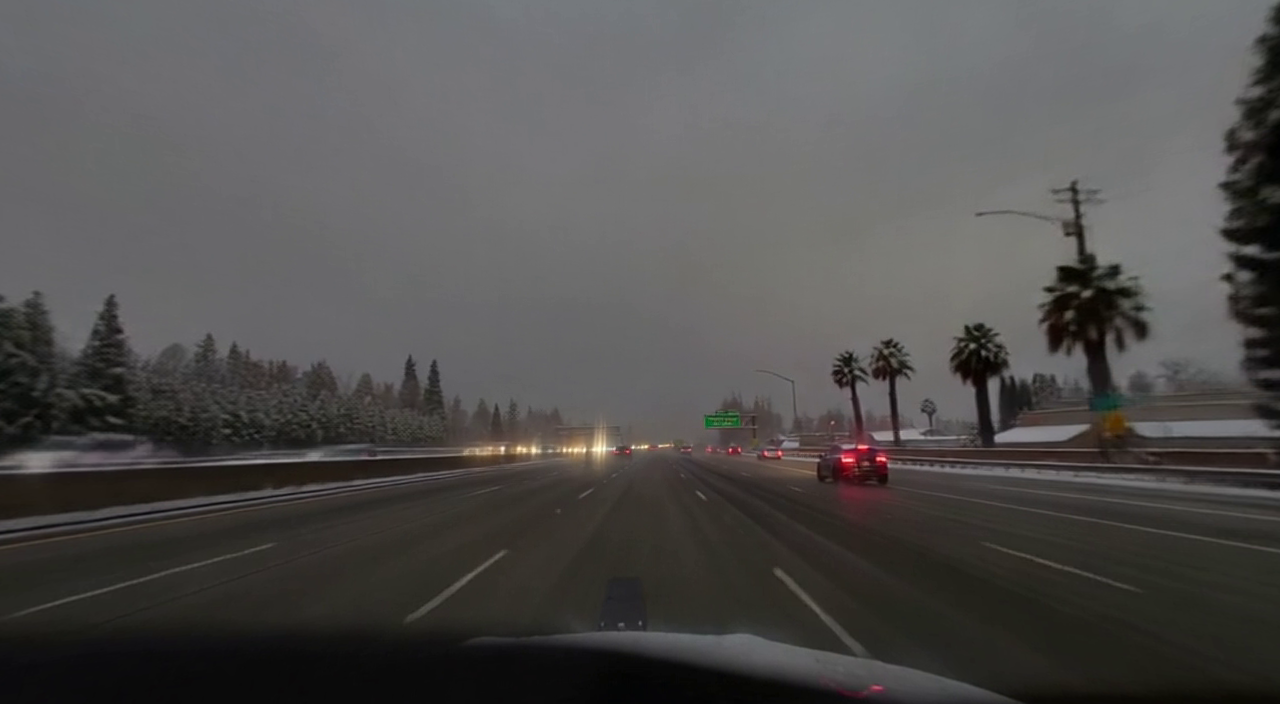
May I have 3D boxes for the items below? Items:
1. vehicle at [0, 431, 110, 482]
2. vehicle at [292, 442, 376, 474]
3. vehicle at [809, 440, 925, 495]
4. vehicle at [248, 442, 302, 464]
[{"bbox_3d":[-22.180,3.739,22.675,2.007,1.687,4.700,0,-8,2],"label":"vehicle"},{"bbox_3d":[-15.109,5.245,31.411,1.789,1.486,4.434,-1,-8,3],"label":"vehicle"},{"bbox_3d":[7.177,3.686,20.575,2.071,1.543,4.702,0,-8,1],"label":"vehicle"},{"bbox_3d":[-28.400,7.862,49.230,1.760,1.564,3.931,-1,-8,2],"label":"vehicle"}]
